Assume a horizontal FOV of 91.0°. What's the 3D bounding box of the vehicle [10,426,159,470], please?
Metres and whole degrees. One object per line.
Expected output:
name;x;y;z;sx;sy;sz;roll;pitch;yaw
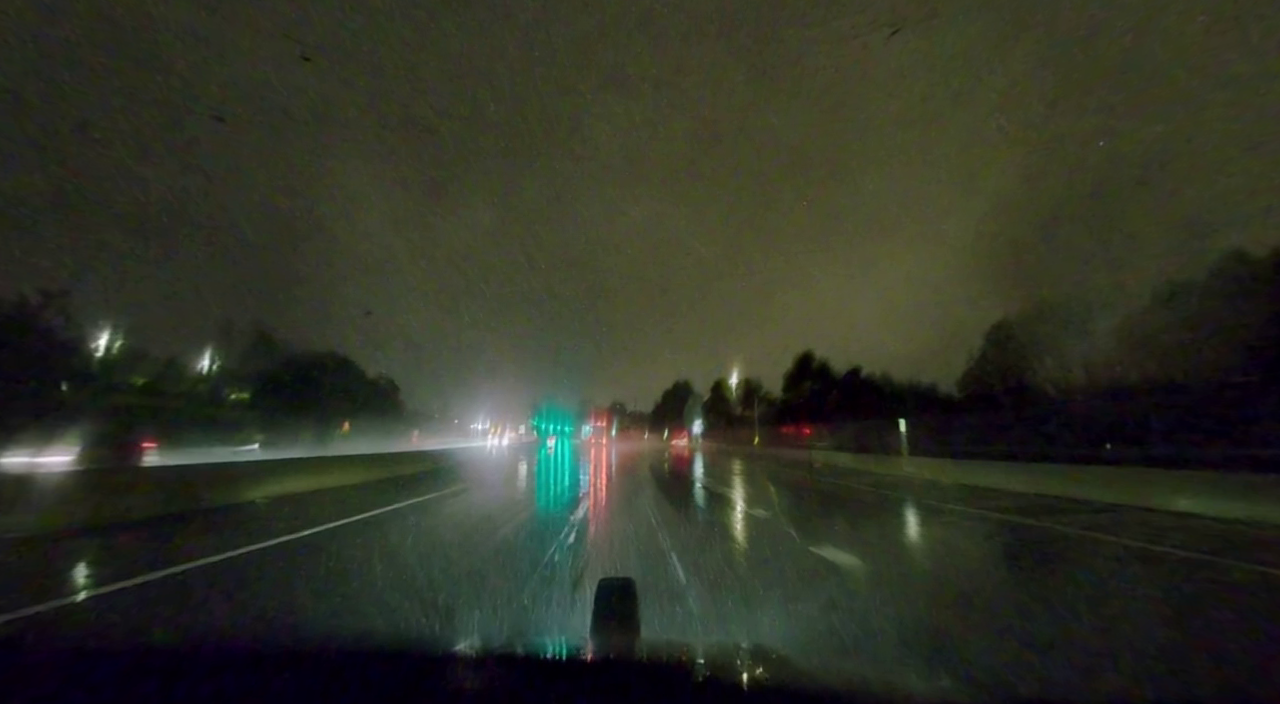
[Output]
vehicle;-20.340;3.537;23.322;1.815;1.472;4.124;0;-8;-1
